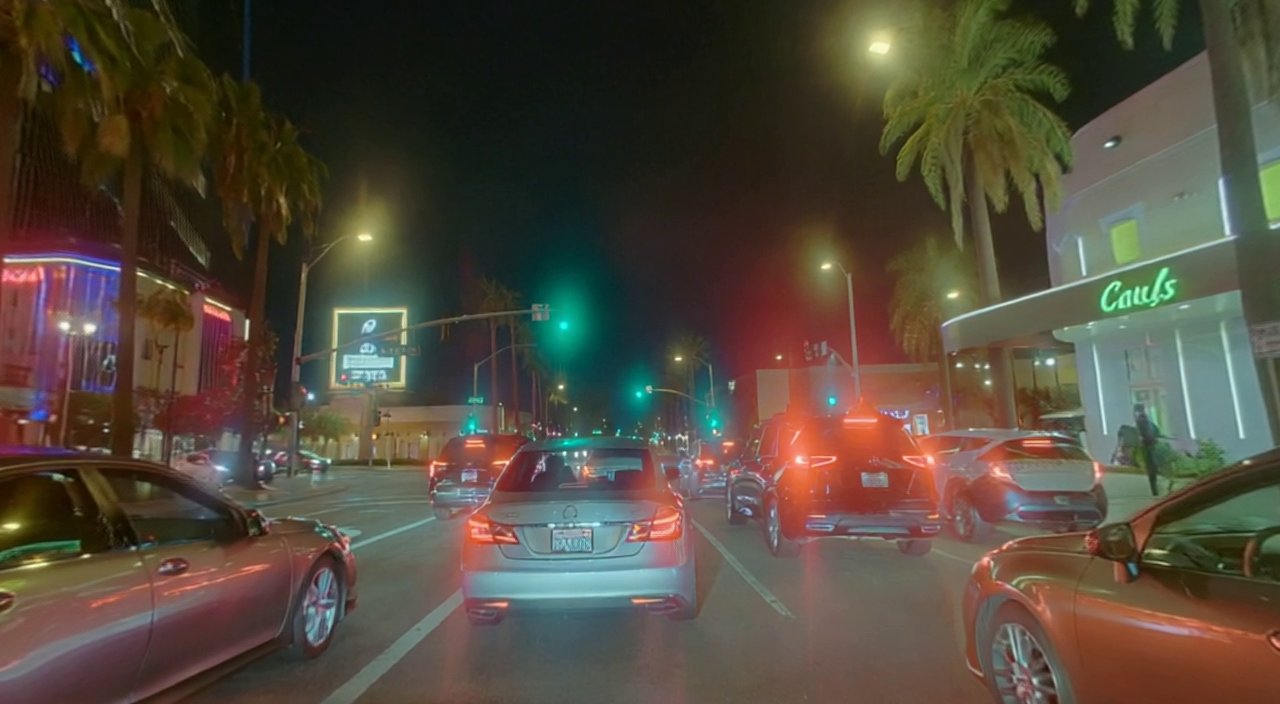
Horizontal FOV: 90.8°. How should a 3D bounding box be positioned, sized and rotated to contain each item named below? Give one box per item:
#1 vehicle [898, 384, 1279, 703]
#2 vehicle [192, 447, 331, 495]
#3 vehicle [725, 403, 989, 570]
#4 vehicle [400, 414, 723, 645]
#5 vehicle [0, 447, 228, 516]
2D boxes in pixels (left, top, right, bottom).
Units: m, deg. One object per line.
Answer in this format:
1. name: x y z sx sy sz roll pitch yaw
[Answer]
1. vehicle: 2.619 0.810 1.482 2.085 1.469 4.458 0 -9 -1
2. vehicle: -12.856 4.025 21.881 1.856 1.455 4.700 0 -9 0
3. vehicle: 2.641 1.775 9.074 2.096 1.775 4.440 0 -9 -2
4. vehicle: -0.519 1.468 6.227 2.096 1.492 4.071 0 -9 0
5. vehicle: -12.850 3.135 15.926 1.870 1.475 4.531 0 -9 0
